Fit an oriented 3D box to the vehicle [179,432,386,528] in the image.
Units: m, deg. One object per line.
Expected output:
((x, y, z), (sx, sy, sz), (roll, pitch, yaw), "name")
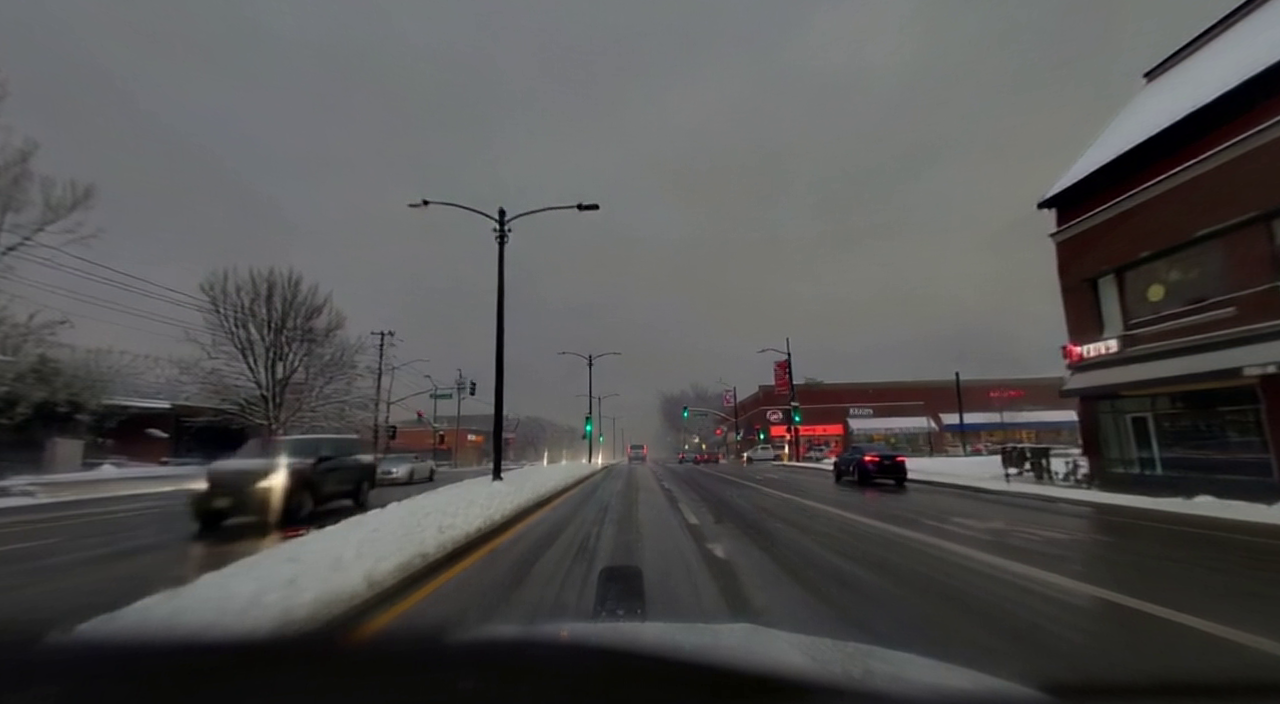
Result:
((-7.789, 2.798, 14.491), (1.946, 1.794, 4.799), (0, -8, 0), "vehicle")

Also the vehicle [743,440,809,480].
((6.187, 4.972, 29.336), (1.974, 1.679, 4.611), (0, -8, -1), "vehicle")

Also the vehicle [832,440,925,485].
((9.867, 4.593, 26.556), (2.019, 1.694, 4.491), (0, -8, -2), "vehicle")

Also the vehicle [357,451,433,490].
((-10.815, 5.230, 28.192), (1.792, 1.584, 3.937), (0, -9, 0), "vehicle")
